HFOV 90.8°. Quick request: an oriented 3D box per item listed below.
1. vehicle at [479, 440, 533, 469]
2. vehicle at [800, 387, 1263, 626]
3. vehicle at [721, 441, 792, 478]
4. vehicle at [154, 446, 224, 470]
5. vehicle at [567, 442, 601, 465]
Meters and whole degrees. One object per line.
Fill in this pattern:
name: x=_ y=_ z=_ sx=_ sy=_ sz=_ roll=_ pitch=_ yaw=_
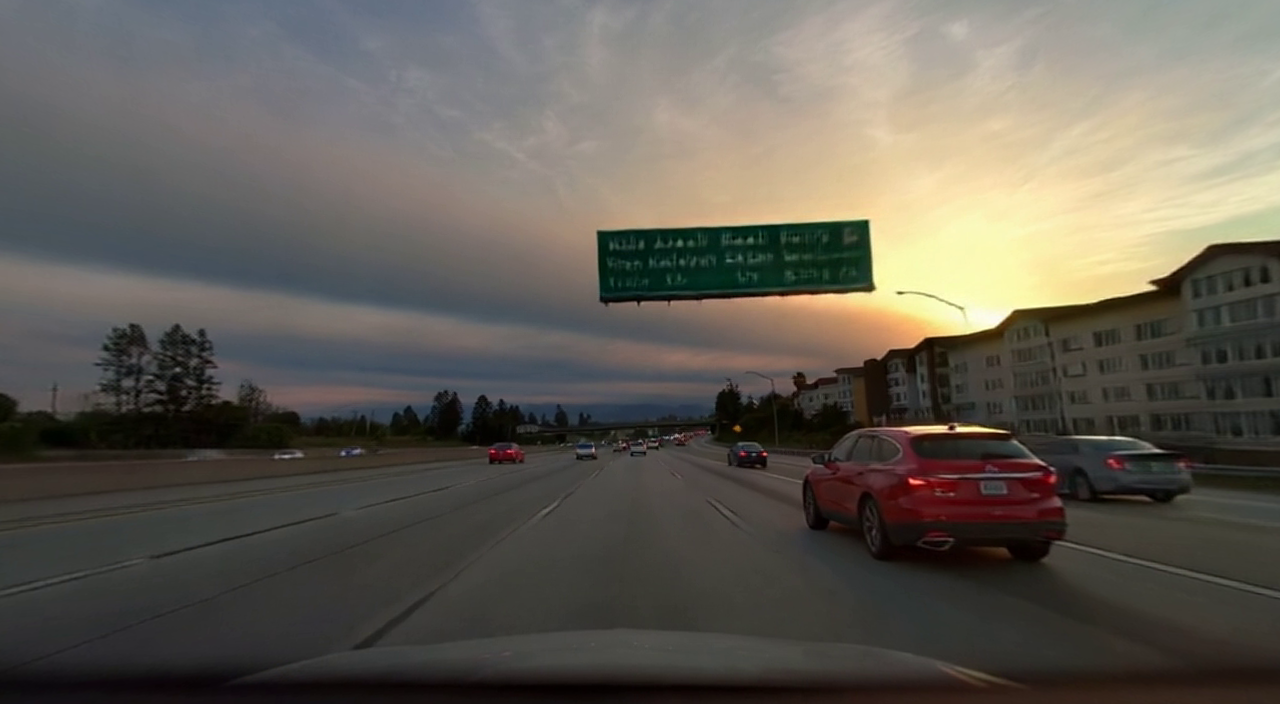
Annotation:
vehicle: x=-7.551 y=5.827 z=36.055 sx=2.021 sy=1.496 sz=4.495 roll=0 pitch=-9 yaw=1
vehicle: x=3.359 y=1.419 z=6.731 sx=2.080 sy=1.694 sz=4.286 roll=0 pitch=-9 yaw=-1
vehicle: x=4.883 y=4.565 z=27.150 sx=2.061 sy=1.459 sz=4.273 roll=1 pitch=-9 yaw=-3
vehicle: x=-31.131 y=7.301 z=43.704 sx=1.806 sy=1.503 sz=4.039 roll=0 pitch=-9 yaw=0
vehicle: x=-3.764 y=6.897 z=43.197 sx=2.002 sy=1.466 sz=4.378 roll=0 pitch=-9 yaw=0
